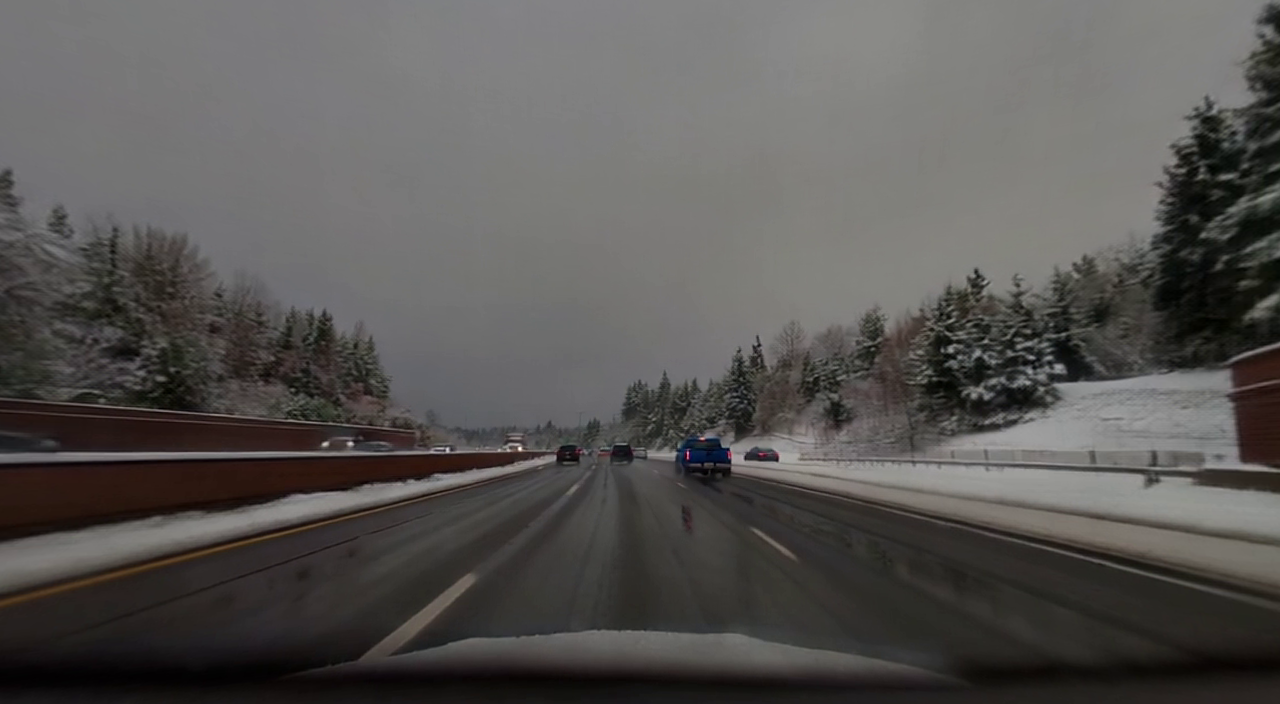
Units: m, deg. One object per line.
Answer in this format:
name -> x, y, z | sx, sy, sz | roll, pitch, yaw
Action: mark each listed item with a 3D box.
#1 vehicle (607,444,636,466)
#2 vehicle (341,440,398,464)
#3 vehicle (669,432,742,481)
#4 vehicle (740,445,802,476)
vehicle -> -1.476, 7.862, 48.242 | 2.050, 1.607, 3.821 | 0, -8, -4
vehicle -> -18.965, 7.010, 44.443 | 2.107, 1.561, 4.736 | 0, -8, -3
vehicle -> 2.774, 4.627, 28.249 | 2.374, 1.952, 5.431 | 0, -8, -3
vehicle -> 6.860, 5.706, 33.569 | 1.976, 1.485, 4.925 | 0, -8, -4
